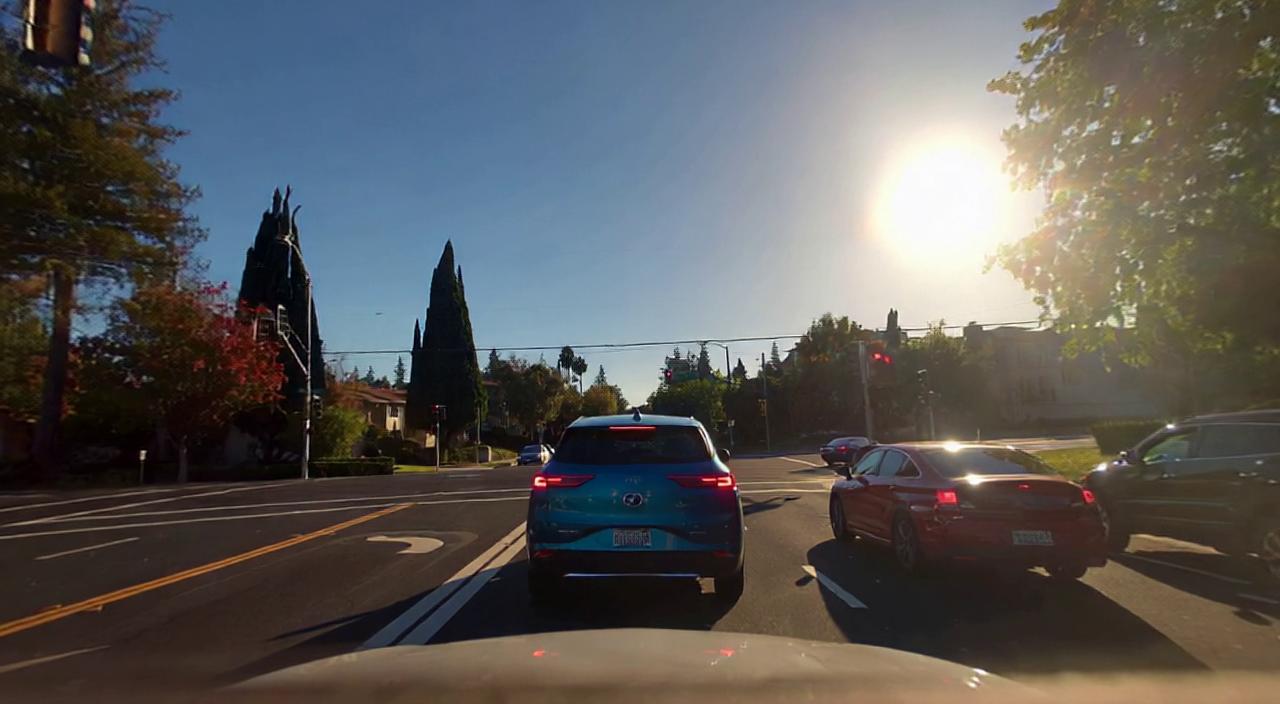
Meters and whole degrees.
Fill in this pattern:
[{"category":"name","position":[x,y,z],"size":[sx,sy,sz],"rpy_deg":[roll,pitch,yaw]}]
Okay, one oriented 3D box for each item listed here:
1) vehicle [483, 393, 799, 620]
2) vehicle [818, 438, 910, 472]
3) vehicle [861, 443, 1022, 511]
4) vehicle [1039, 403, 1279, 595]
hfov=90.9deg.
[{"category":"vehicle","position":[0.035,1.461,6.904],"size":[2.322,1.667,4.367],"rpy_deg":[0,-8,1]},{"category":"vehicle","position":[11.177,5.069,31.306],"size":[4.755,1.527,2.077],"rpy_deg":[7,-11,-40]},{"category":"vehicle","position":[7.277,3.011,15.818],"size":[1.860,1.436,4.479],"rpy_deg":[0,-8,0]},{"category":"vehicle","position":[7.016,1.546,7.049],"size":[1.989,1.791,4.735],"rpy_deg":[0,-8,0]}]
